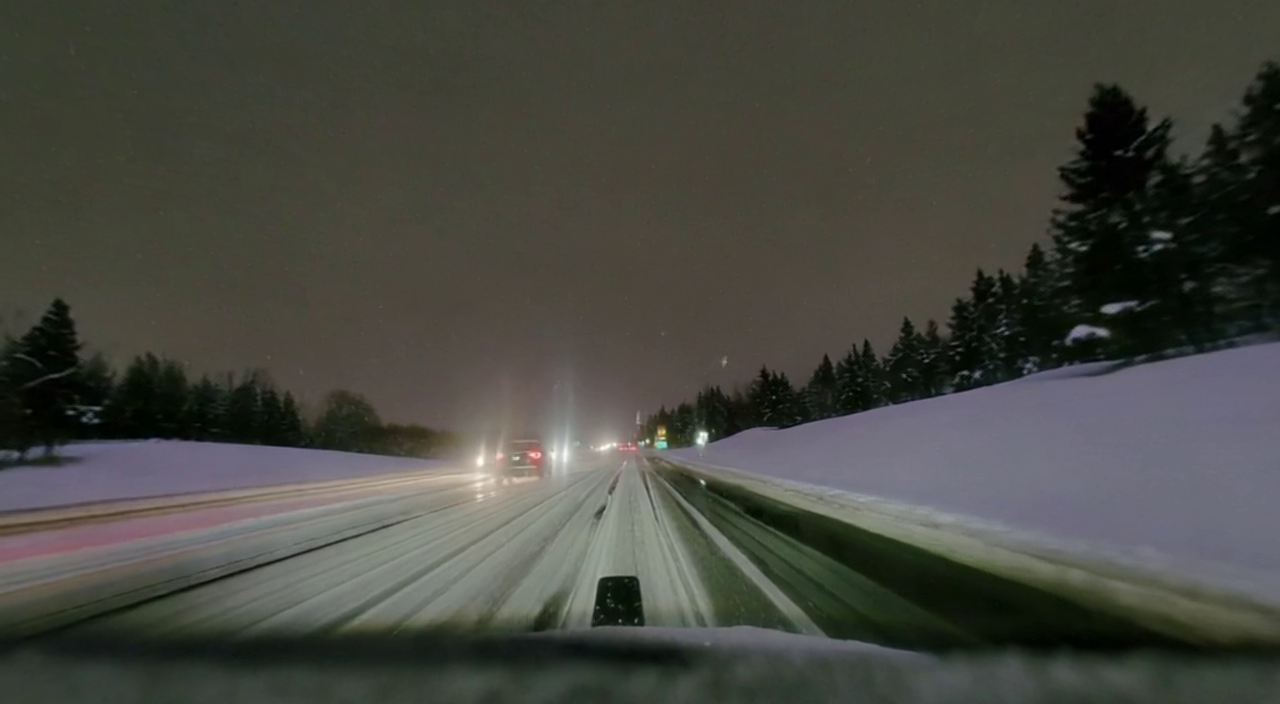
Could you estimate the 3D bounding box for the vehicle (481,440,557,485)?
[{"bbox_3d":[-4.664,4.341,25.015,2.139,1.577,4.546,-1,-9,0],"label":"vehicle"}]
